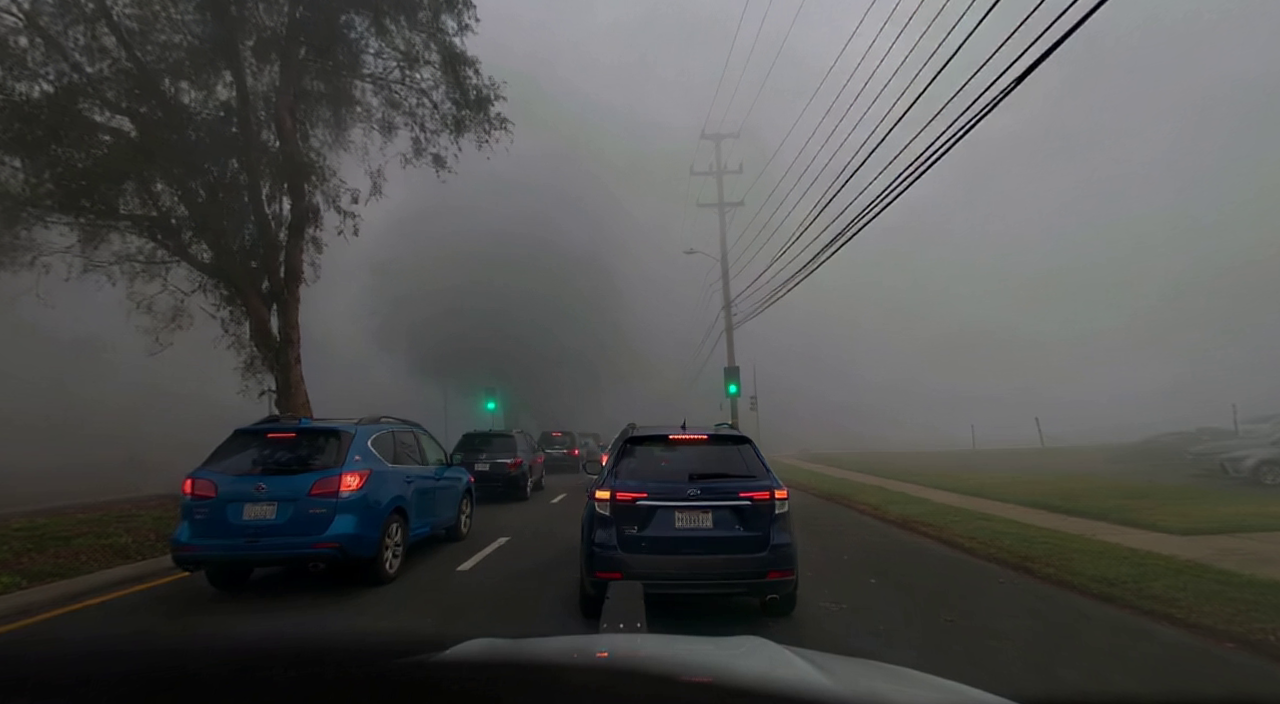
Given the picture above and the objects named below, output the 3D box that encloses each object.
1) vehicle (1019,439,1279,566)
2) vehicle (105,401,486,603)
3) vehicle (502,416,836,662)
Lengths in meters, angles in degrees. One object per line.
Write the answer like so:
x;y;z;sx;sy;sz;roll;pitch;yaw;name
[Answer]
8.385;2.153;9.921;1.993;1.508;4.521;0;-9;-1;vehicle
-3.481;1.606;7.633;2.105;1.706;4.337;0;-9;0;vehicle
0.110;1.446;5.962;2.056;1.487;4.003;0;-9;-2;vehicle
